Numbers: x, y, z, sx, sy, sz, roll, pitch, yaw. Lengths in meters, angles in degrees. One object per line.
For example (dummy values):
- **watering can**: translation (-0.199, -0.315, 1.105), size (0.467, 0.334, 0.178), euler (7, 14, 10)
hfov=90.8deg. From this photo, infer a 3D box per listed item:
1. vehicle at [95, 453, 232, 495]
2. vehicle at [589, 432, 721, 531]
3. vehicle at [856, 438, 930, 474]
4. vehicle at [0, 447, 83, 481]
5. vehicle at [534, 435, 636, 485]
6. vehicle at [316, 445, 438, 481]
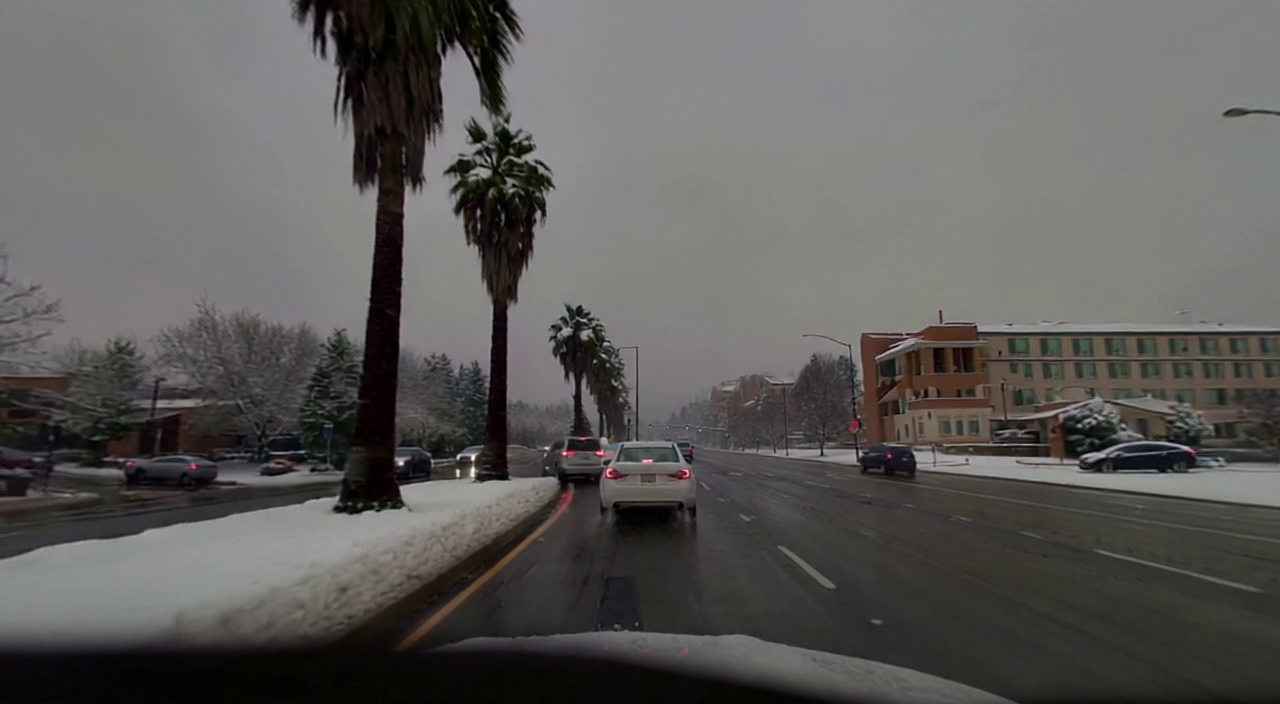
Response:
- **vehicle**: translation (-18.002, 4.565, 23.914), size (4.071, 1.442, 1.948), euler (-2, -9, 16)
- **vehicle**: translation (0.179, 2.284, 11.791), size (1.986, 1.473, 4.382), euler (0, -9, -1)
- **vehicle**: translation (14.104, 5.816, 35.542), size (2.131, 1.832, 5.203), euler (0, -9, 2)
- **vehicle**: translation (-28.694, 5.162, 29.352), size (4.287, 1.509, 1.972), euler (-2, -9, 13)
- **vehicle**: translation (-2.043, 3.755, 22.264), size (2.095, 1.552, 4.457), euler (4, -9, -26)
- **vehicle**: translation (-11.679, 4.909, 28.190), size (4.585, 1.479, 2.088), euler (-2, -9, 13)
